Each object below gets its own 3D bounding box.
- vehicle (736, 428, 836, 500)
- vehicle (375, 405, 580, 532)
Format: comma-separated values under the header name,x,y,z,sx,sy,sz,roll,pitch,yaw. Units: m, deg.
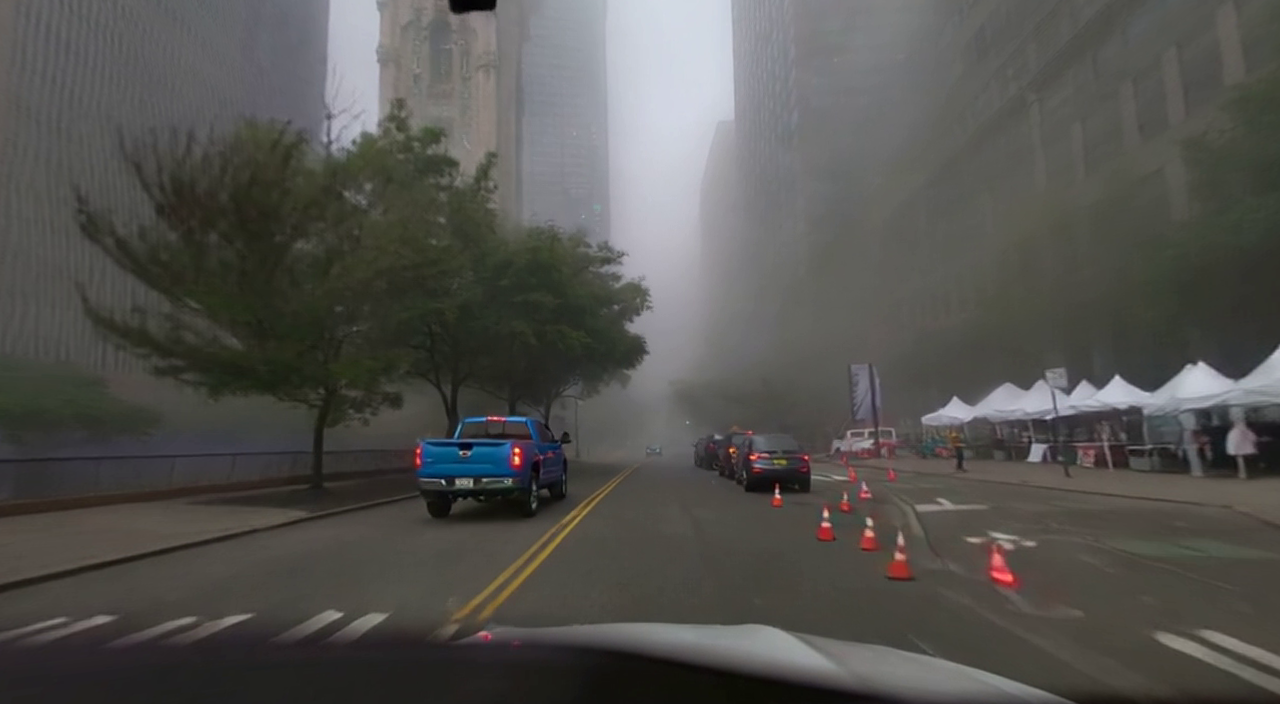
name,x,y,z,sx,sy,sz,roll,pitch,yaw
vehicle,3.643,2.879,16.535,2.023,1.607,4.225,-1,-8,6
vehicle,-2.823,2.243,12.750,2.452,1.954,5.653,-1,-8,2
